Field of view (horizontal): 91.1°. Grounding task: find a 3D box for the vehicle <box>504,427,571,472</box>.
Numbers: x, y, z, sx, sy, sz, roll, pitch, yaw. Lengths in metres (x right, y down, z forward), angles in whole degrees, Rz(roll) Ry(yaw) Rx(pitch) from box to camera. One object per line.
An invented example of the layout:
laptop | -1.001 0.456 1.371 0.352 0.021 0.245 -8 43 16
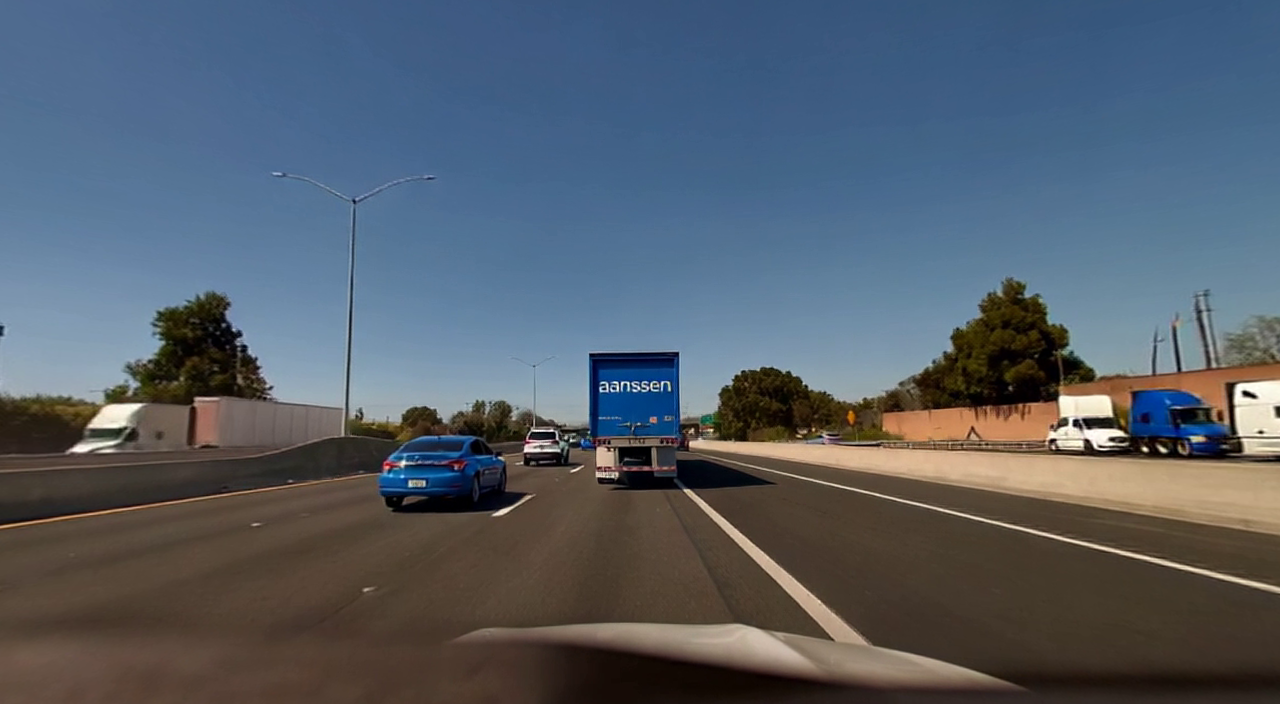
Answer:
vehicle | -3.931 3.804 24.742 1.946 1.599 4.073 0 -8 0

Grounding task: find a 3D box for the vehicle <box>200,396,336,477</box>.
vehicle | -18.992 4.369 32.674 3.004 3.780 6.115 -1 -7 3

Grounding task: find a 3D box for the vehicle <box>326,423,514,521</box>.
vehicle | -3.856 2.154 11.963 1.964 1.507 4.361 0 -8 0

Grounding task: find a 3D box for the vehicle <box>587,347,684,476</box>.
vehicle | -0.260 2.665 26.167 3.171 4.204 11.036 0 -8 -1

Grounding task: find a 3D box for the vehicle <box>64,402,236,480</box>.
vehicle | -22.728 4.167 29.768 2.378 3.231 6.822 0 -8 1

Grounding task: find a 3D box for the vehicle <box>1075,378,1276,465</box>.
vehicle | 18.866 2.564 22.667 2.432 2.753 5.388 0 -8 1
